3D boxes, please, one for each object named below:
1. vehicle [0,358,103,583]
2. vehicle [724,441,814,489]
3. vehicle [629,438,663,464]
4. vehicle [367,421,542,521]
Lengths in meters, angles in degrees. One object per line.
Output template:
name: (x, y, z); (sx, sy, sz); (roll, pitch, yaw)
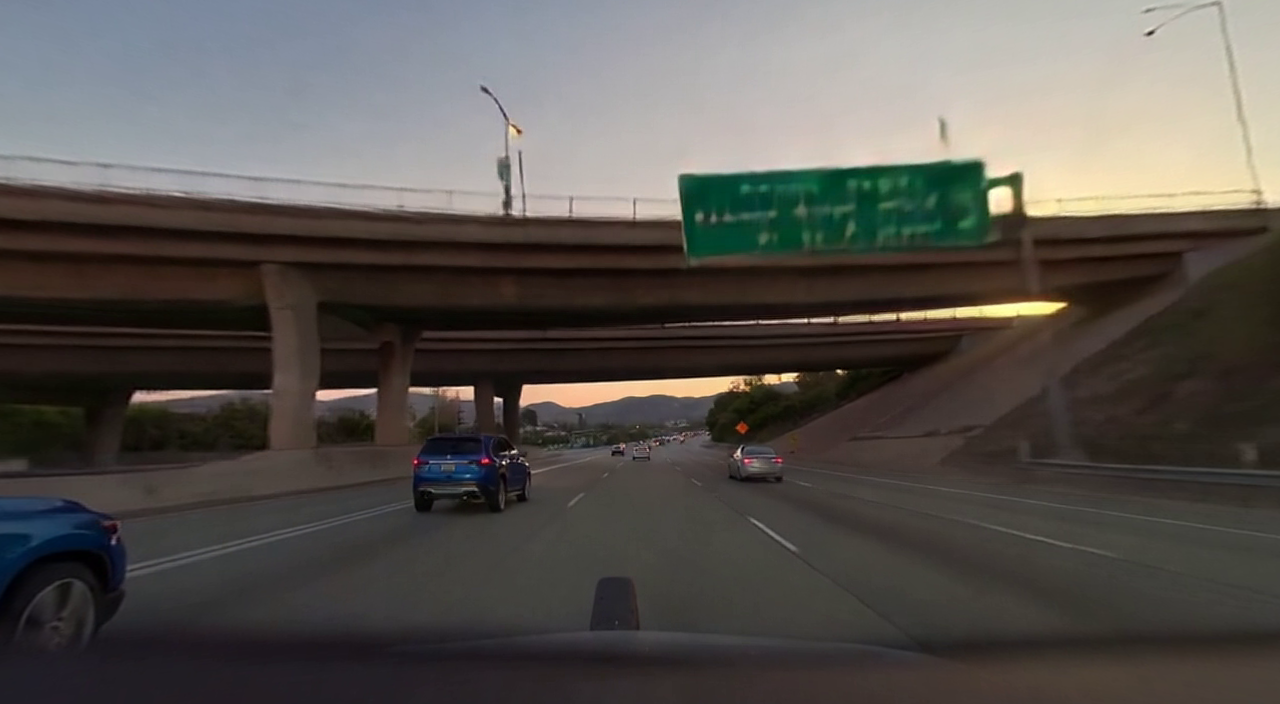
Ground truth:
vehicle: (-6.797, 0.804, 3.934); (2.327, 1.958, 5.113); (0, -8, 0)
vehicle: (4.172, 3.728, 21.266); (2.083, 1.453, 4.307); (0, -8, -1)
vehicle: (0.428, 7.308, 46.795); (2.428, 1.841, 4.402); (0, -8, 0)
vehicle: (-3.378, 2.267, 12.526); (2.193, 1.641, 4.077); (0, -8, 0)
